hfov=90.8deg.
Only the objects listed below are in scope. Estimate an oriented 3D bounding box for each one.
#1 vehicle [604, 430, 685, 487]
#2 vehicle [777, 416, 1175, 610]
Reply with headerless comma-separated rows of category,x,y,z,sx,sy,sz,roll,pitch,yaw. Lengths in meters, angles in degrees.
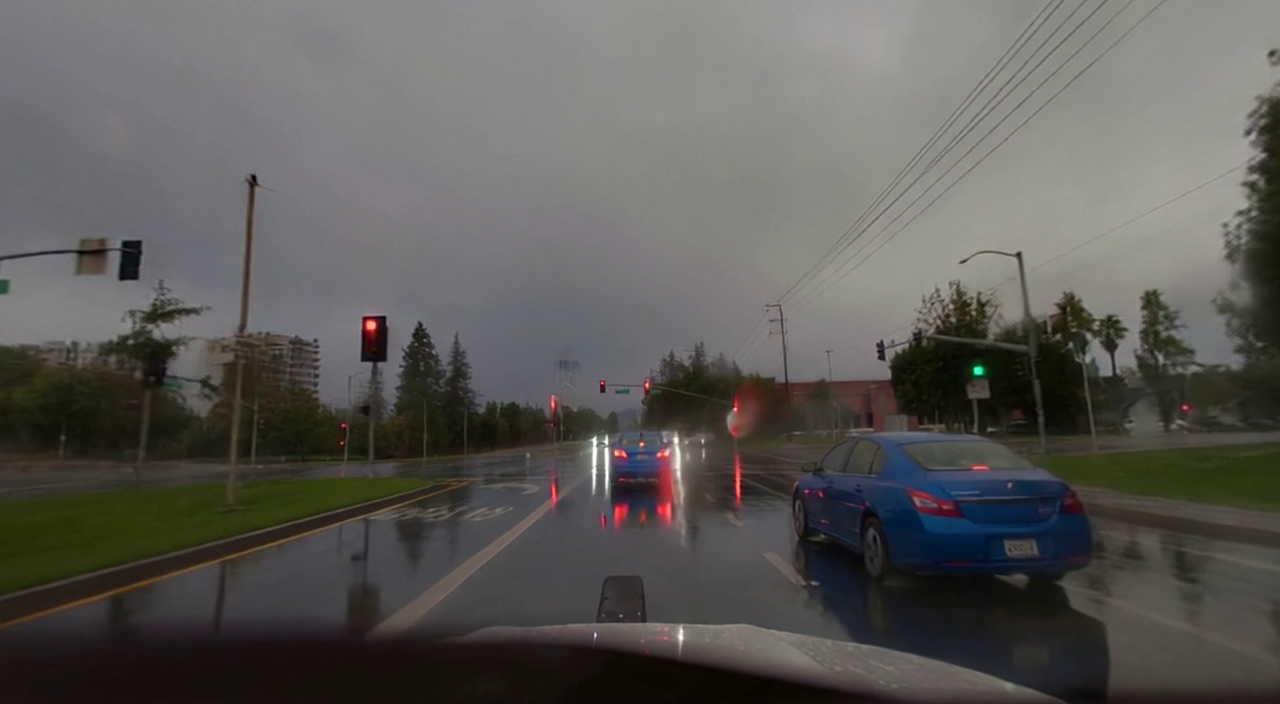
vehicle,0.128,3.057,18.412,2.110,1.466,3.860,0,-8,0
vehicle,3.008,1.533,6.956,2.004,1.448,4.263,0,-8,0
